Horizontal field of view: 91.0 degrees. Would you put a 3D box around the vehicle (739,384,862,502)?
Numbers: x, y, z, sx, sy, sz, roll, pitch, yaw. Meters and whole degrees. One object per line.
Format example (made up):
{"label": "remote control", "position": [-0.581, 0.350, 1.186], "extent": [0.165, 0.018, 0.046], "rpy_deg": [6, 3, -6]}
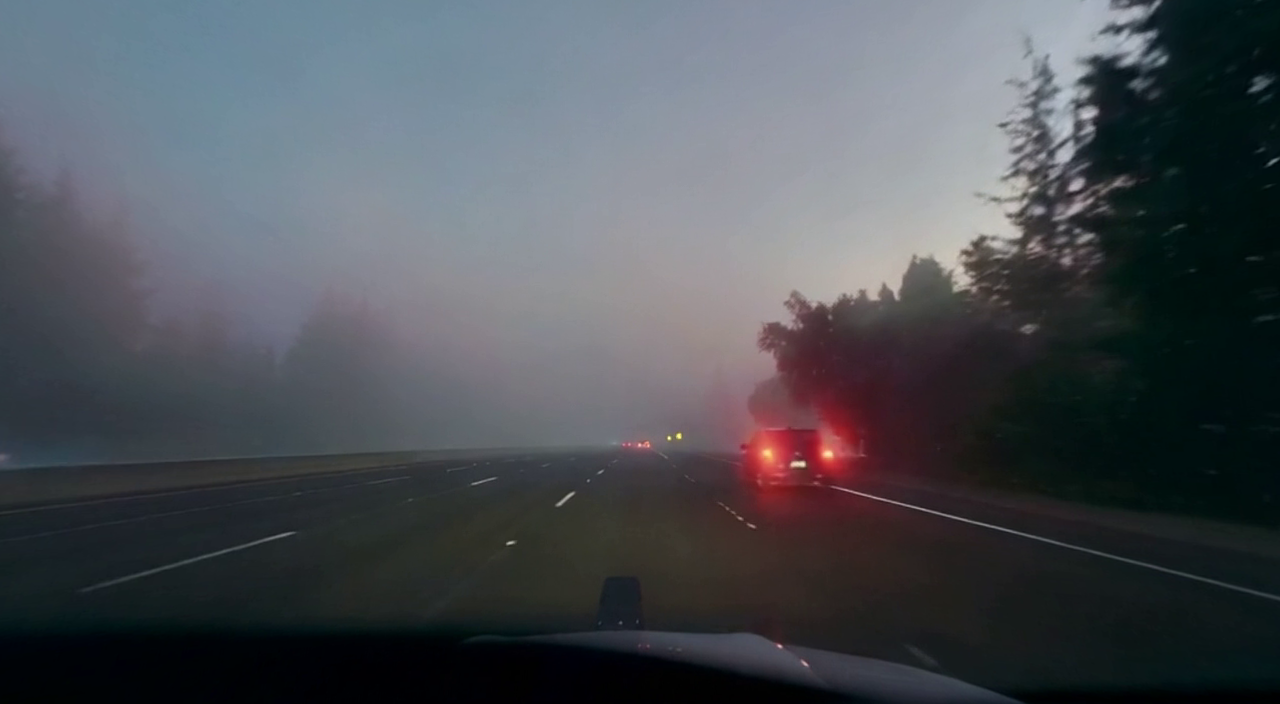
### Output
{"label": "vehicle", "position": [3.748, 2.177, 15.340], "extent": [1.928, 2.466, 2.982], "rpy_deg": [-3, -8, -3]}
